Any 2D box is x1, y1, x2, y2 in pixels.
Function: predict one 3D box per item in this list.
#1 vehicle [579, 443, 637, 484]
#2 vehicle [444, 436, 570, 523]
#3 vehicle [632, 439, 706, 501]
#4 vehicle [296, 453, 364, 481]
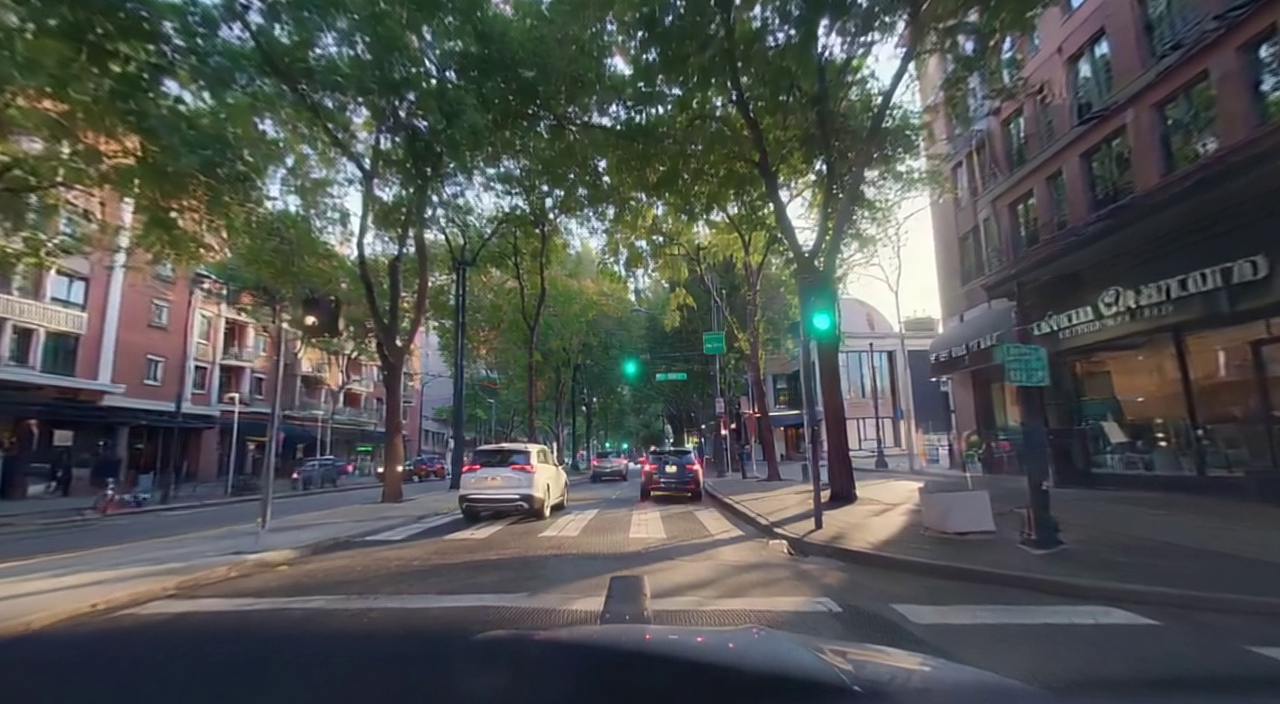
[{"bbox_3d":[-1.489,5.471,31.316,2.220,1.847,4.587,-1,-9,5],"label":"vehicle"},{"bbox_3d":[-2.893,2.854,14.626,1.940,1.722,3.823,-1,-9,2],"label":"vehicle"},{"bbox_3d":[0.896,3.688,20.097,2.120,1.758,3.917,-1,-9,2],"label":"vehicle"},{"bbox_3d":[-24.377,9.028,49.870,2.144,1.993,6.287,0,-9,1],"label":"vehicle"}]
